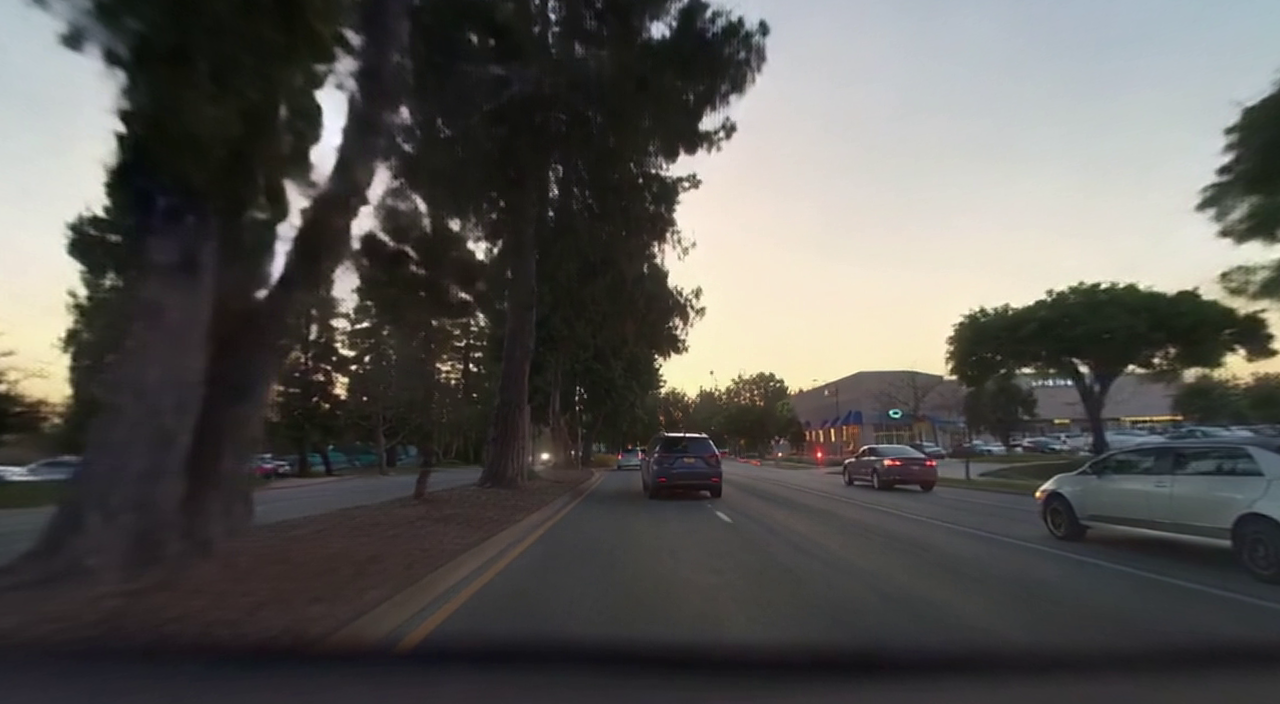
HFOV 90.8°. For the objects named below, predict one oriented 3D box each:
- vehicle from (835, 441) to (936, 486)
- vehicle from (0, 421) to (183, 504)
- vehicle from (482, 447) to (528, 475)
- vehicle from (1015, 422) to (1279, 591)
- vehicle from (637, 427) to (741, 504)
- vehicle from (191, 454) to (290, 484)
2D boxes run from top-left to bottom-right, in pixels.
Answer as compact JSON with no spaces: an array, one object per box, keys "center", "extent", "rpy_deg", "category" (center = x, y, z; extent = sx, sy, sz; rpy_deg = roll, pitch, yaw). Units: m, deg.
[{"center":[9.103,4.153,23.861],"extent":[1.894,1.517,4.419],"rpy_deg":[0,-9,-2],"category":"vehicle"},{"center":[-26.343,5.063,28.841],"extent":[8.231,3.396,3.340],"rpy_deg":[-1,-10,1],"category":"vehicle"},{"center":[-8.902,7.200,42.048],"extent":[2.196,1.717,4.453],"rpy_deg":[0,-9,-1],"category":"vehicle"},{"center":[6.632,1.612,7.196],"extent":[1.994,1.488,4.313],"rpy_deg":[0,-9,-1],"category":"vehicle"},{"center":[1.210,3.180,18.082],"extent":[2.300,1.870,4.936],"rpy_deg":[0,-9,-3],"category":"vehicle"},{"center":[-28.403,8.298,44.934],"extent":[5.966,1.957,2.305],"rpy_deg":[-3,-9,13],"category":"vehicle"}]
